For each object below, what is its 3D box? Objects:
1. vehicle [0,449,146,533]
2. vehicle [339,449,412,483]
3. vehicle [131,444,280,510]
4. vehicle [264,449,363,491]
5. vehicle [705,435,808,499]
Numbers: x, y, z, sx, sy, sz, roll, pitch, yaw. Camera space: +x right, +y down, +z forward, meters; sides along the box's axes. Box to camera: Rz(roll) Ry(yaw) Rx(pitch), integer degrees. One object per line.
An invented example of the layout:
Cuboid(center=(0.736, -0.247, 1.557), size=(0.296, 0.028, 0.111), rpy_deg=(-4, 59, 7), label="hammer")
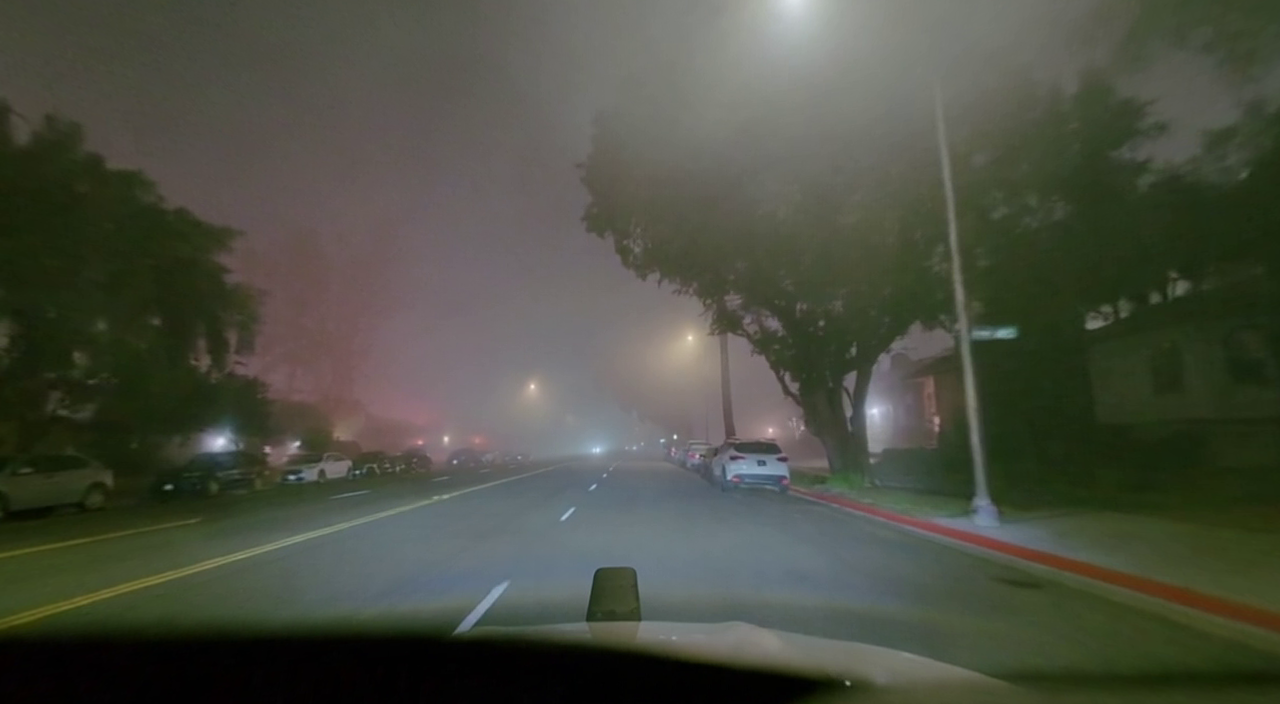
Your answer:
Cuboid(center=(-13.545, 2.961, 13.692), size=(2.131, 1.492, 4.310), rpy_deg=(-1, -7, 1), label="vehicle")
Cuboid(center=(-13.734, 5.900, 33.086), size=(1.899, 1.474, 4.529), rpy_deg=(-1, -7, -1), label="vehicle")
Cuboid(center=(-13.660, 3.885, 20.228), size=(1.844, 1.764, 4.183), rpy_deg=(-1, -7, -1), label="vehicle")
Cuboid(center=(-13.735, 4.974, 26.926), size=(1.921, 1.498, 4.460), rpy_deg=(0, -7, -1), label="vehicle")
Cuboid(center=(3.451, 3.540, 19.949), size=(2.221, 1.718, 5.192), rpy_deg=(0, -9, -1), label="vehicle")
